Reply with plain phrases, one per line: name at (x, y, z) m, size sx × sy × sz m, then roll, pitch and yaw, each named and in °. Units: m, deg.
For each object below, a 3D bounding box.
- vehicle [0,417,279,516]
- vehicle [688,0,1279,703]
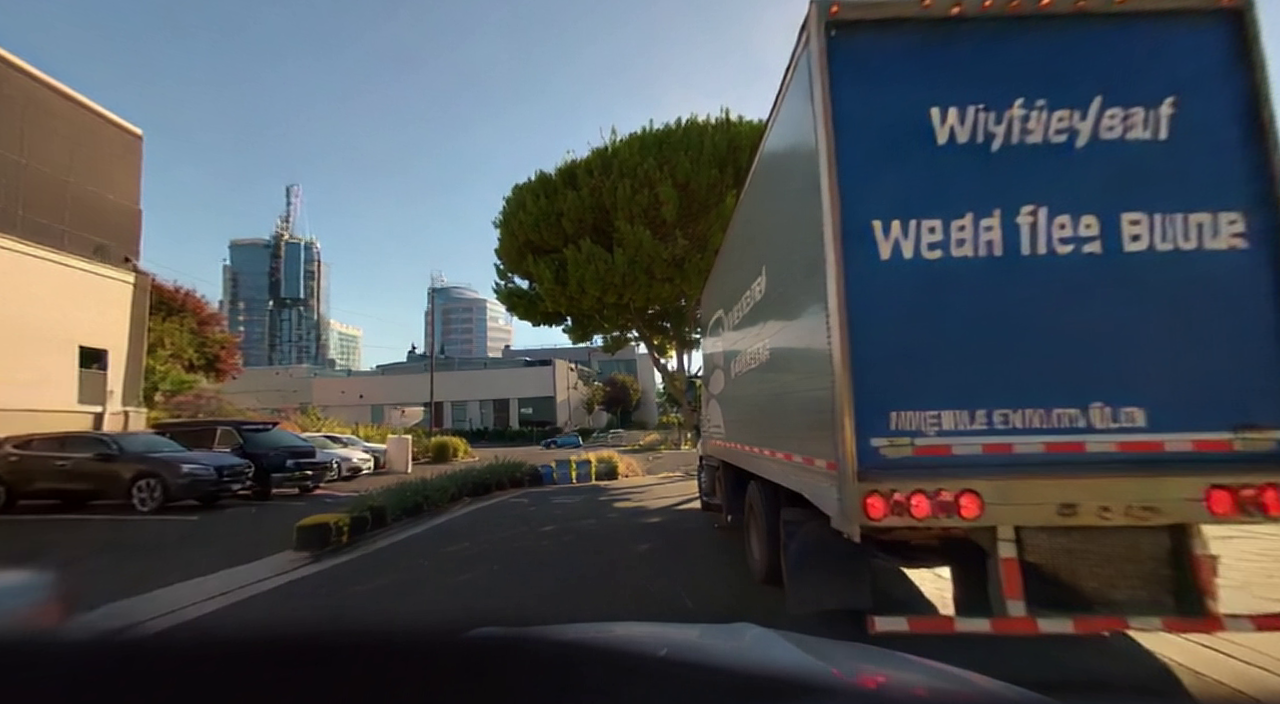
vehicle at (-8.573, 1.838, 10.405) m, size 4.015 × 1.461 × 1.903 m, roll 0°, pitch -8°, yaw -3°
vehicle at (2.618, 0.660, 9.950) m, size 2.865 × 4.113 × 14.471 m, roll 0°, pitch -8°, yaw 1°
